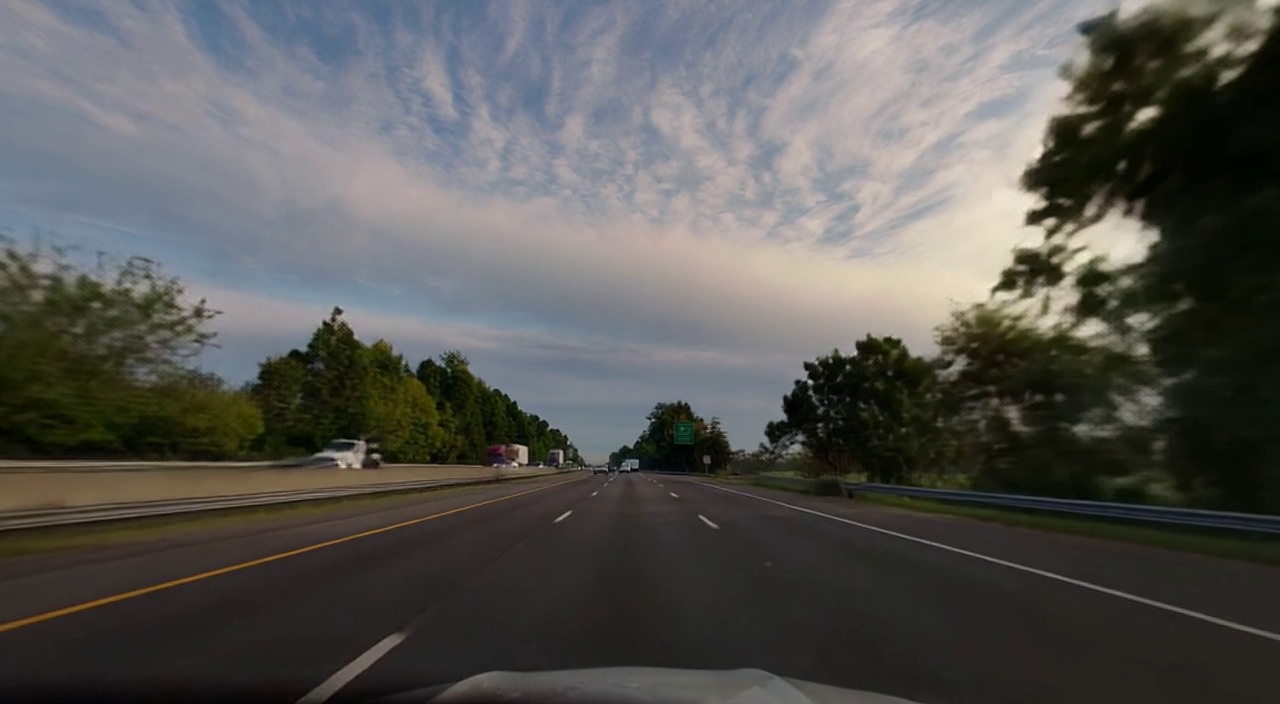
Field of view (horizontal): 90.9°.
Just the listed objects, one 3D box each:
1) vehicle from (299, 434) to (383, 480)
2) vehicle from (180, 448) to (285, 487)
[{"bbox_3d":[-19.286,6.895,41.075,2.252,2.669,6.834,1,-10,-2],"label":"vehicle"},{"bbox_3d":[-16.388,4.680,25.560,1.855,1.412,3.502,1,-10,-1],"label":"vehicle"}]
